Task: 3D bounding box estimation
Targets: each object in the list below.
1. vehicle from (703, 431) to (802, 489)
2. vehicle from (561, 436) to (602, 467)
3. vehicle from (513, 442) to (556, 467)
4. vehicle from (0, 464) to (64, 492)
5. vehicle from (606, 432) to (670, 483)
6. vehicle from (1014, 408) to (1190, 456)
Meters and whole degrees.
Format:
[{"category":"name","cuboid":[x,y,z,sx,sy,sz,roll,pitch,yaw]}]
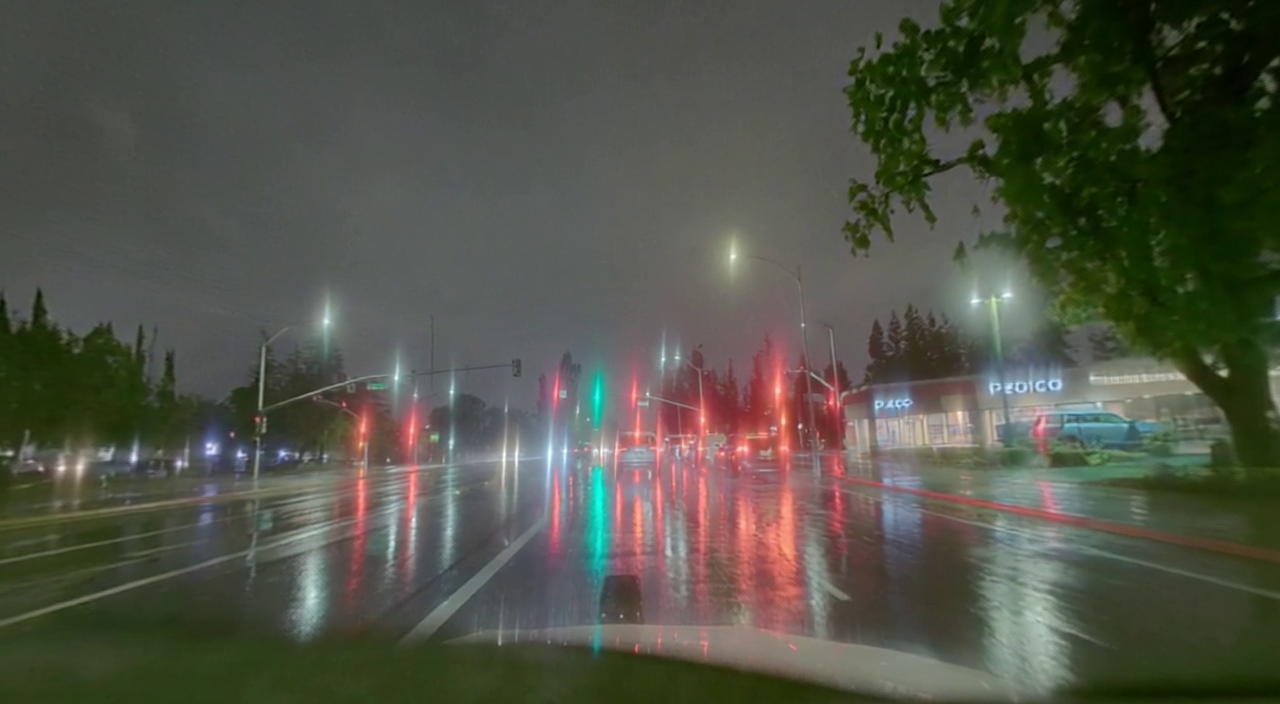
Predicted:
[{"category":"vehicle","cuboid":[3.526,3.493,20.729,2.198,1.660,4.512,0,-9,-3]},{"category":"vehicle","cuboid":[-3.627,6.246,39.804,2.106,1.778,4.444,0,-9,0]},{"category":"vehicle","cuboid":[-6.689,6.543,40.471,1.954,1.473,4.350,0,-9,1]},{"category":"vehicle","cuboid":[-34.904,6.989,34.963,4.030,1.435,1.767,4,-10,-27]},{"category":"vehicle","cuboid":[-0.150,3.877,23.405,2.146,1.685,4.003,0,-9,-2]},{"category":"vehicle","cuboid":[15.497,2.733,21.415,4.344,1.512,1.936,-1,-9,4]}]
